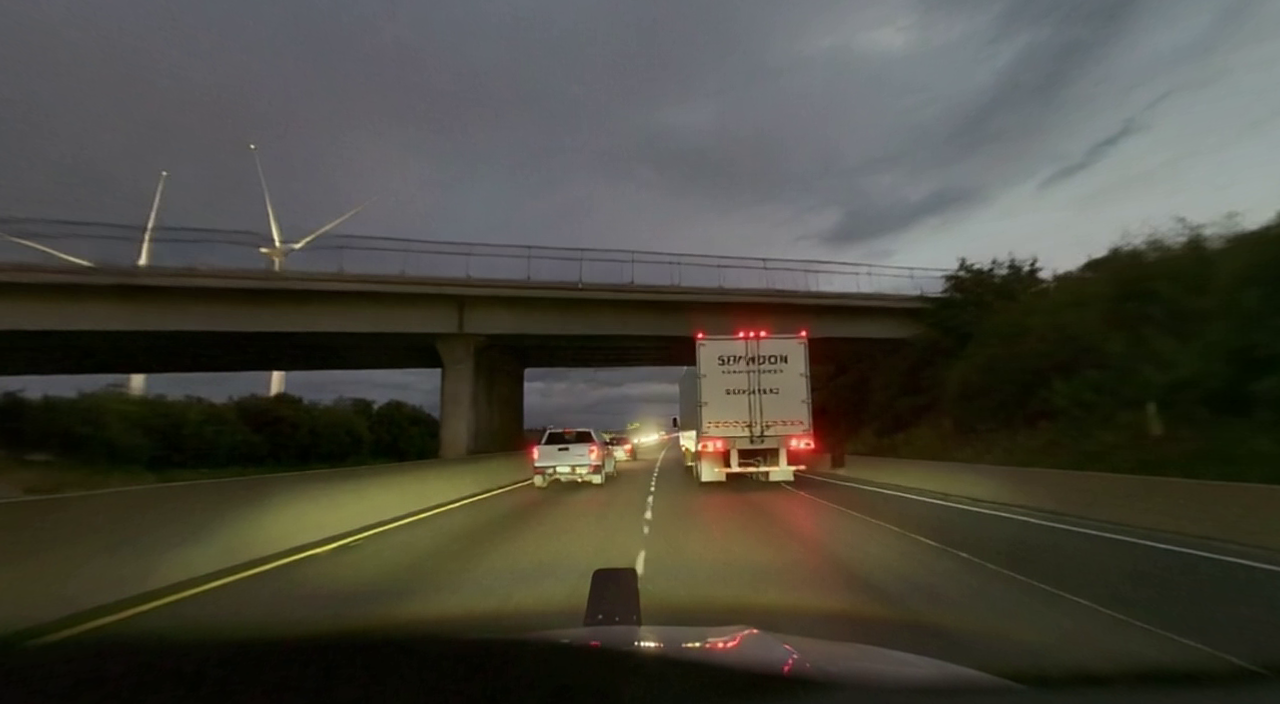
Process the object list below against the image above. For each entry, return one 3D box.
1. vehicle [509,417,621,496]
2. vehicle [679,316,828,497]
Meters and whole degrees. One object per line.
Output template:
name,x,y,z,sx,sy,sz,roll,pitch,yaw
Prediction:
vehicle,-1.803,2.714,16.908,2.283,1.814,4.568,0,-8,2
vehicle,2.866,1.994,20.238,2.906,3.990,12.551,0,-7,2
